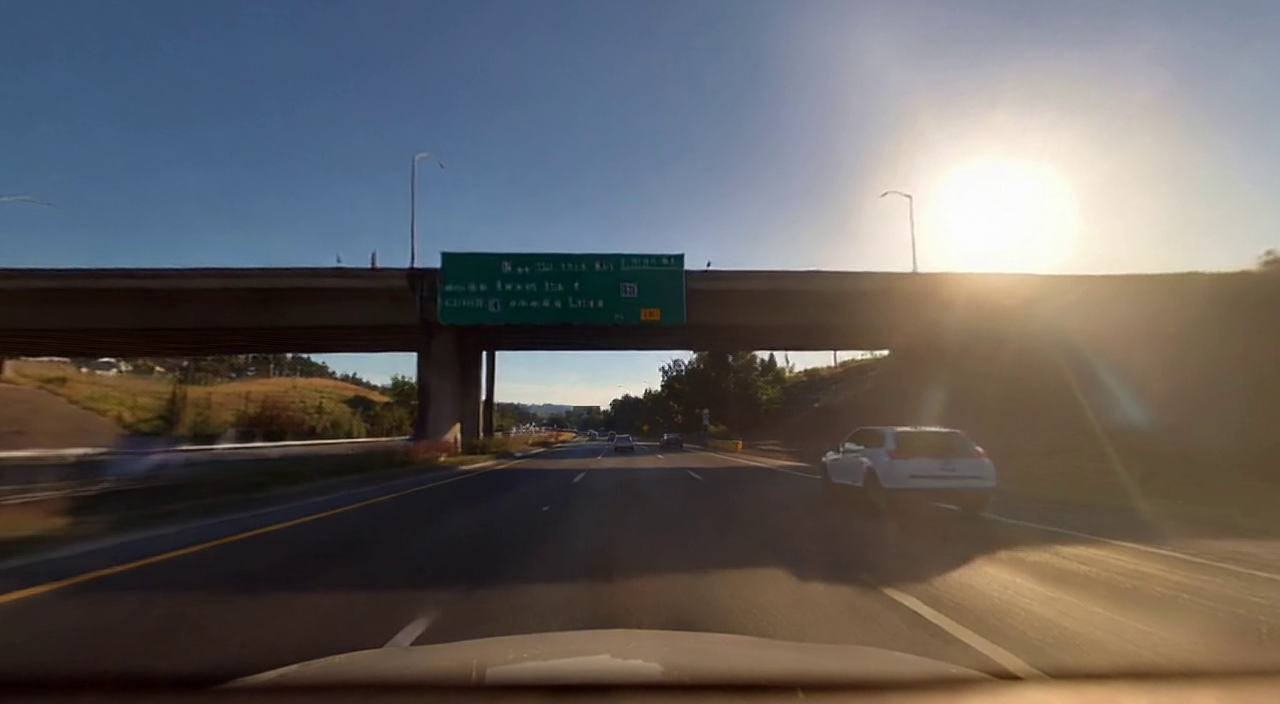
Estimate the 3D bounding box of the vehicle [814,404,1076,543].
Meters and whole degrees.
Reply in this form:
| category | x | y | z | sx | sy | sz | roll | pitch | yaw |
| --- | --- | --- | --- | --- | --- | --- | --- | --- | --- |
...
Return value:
| category | x | y | z | sx | sy | sz | roll | pitch | yaw |
| --- | --- | --- | --- | --- | --- | --- | --- | --- | --- |
| vehicle | 4.092 | 1.673 | 9.302 | 1.892 | 1.600 | 3.782 | 0 | -8 | -1 |

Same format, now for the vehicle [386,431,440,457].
| category | x | y | z | sx | sy | sz | roll | pitch | yaw |
| --- | --- | --- | --- | --- | --- | --- | --- | --- | --- |
| vehicle | -13.427 | 5.479 | 37.529 | 1.832 | 1.446 | 3.950 | 0 | -8 | -1 |

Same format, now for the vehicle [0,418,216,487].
| category | x | y | z | sx | sy | sz | roll | pitch | yaw |
| --- | --- | --- | --- | --- | --- | --- | --- | --- | --- |
| vehicle | -13.376 | 2.525 | 16.176 | 2.017 | 1.493 | 4.377 | 0 | -8 | -1 |

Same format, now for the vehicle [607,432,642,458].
| category | x | y | z | sx | sy | sz | roll | pitch | yaw |
| --- | --- | --- | --- | --- | --- | --- | --- | --- | --- |
| vehicle | -0.943 | 5.506 | 37.491 | 1.987 | 1.440 | 3.565 | 0 | -8 | -1 |
